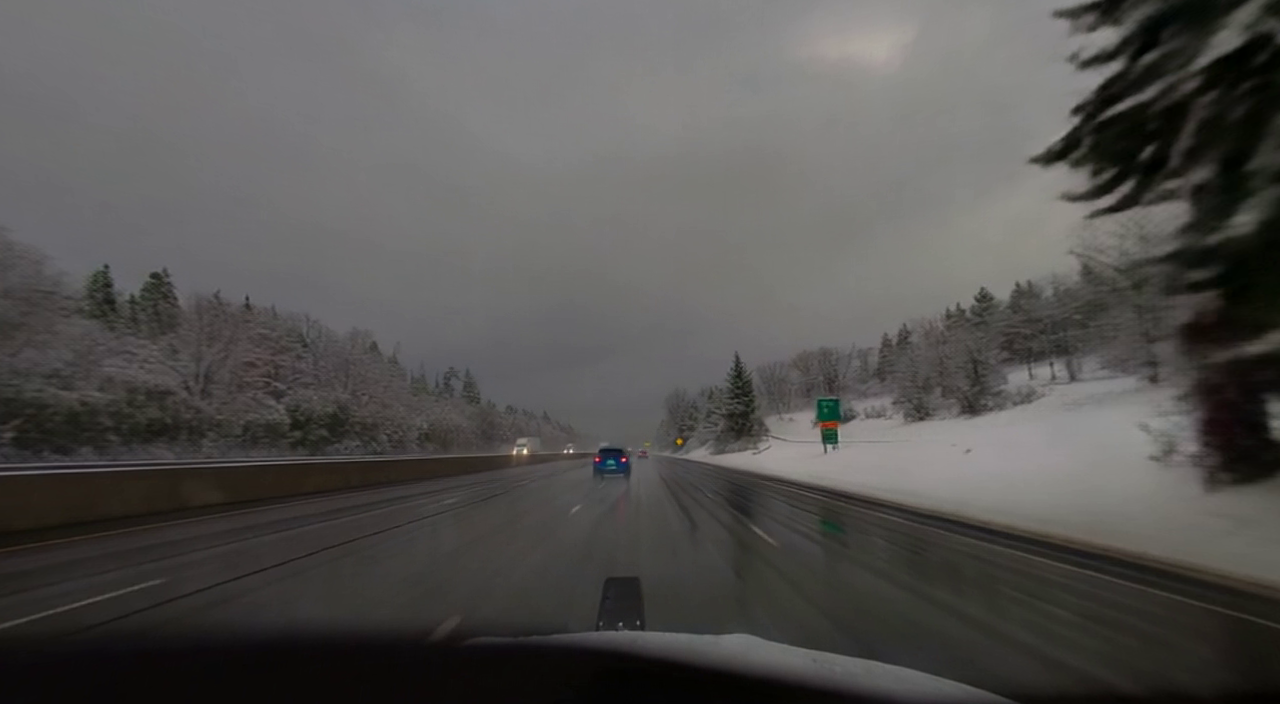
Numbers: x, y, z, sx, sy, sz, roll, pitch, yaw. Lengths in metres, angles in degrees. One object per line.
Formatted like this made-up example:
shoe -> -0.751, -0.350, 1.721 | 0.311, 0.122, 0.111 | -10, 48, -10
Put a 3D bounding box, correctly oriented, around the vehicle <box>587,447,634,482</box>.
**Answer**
vehicle -> -1.303, 5.250, 29.584 | 1.908, 1.515, 3.871 | 0, -9, 1
